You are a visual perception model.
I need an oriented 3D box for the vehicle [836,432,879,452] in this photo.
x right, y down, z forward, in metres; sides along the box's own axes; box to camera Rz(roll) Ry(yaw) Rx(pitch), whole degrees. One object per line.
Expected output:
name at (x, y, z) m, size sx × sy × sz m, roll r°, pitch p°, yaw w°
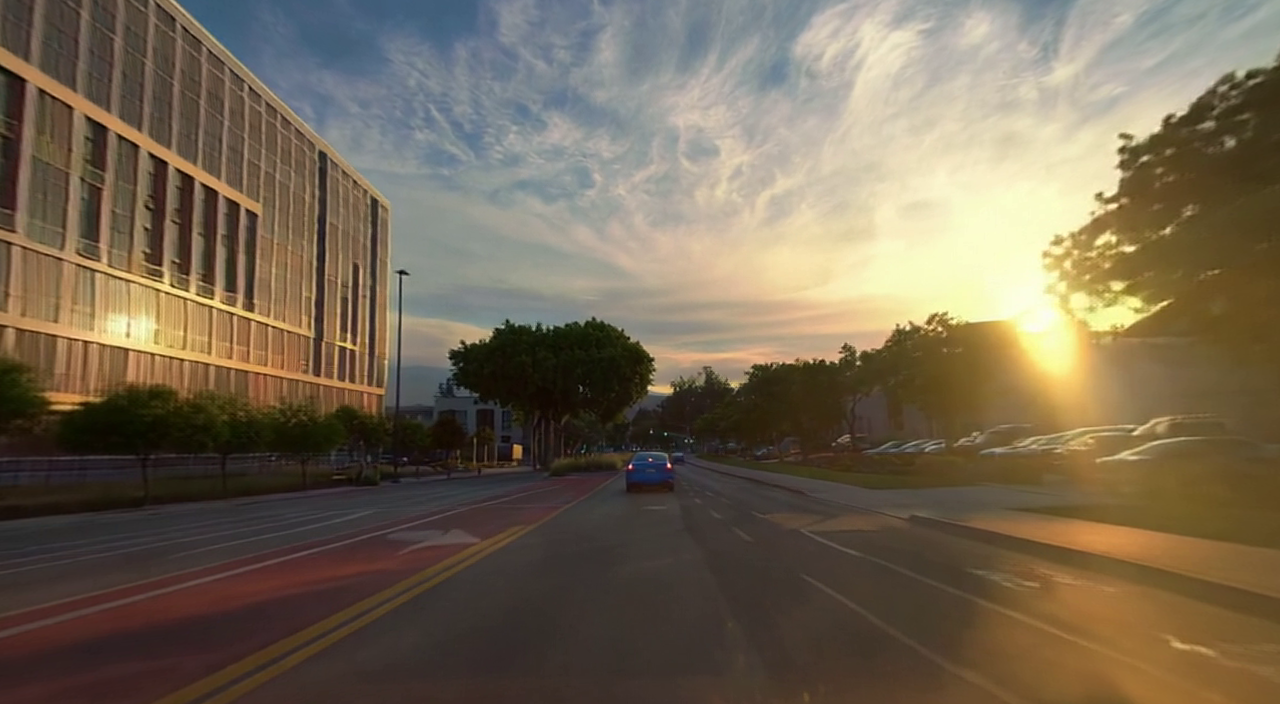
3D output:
vehicle at (16.202, 6.767, 47.146) m, size 1.979 × 1.460 × 3.848 m, roll -1°, pitch -9°, yaw 2°

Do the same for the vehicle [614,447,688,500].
vehicle at (0.298, 3.728, 19.759) m, size 2.063 × 1.442 × 4.135 m, roll 0°, pitch -9°, yaw 0°
